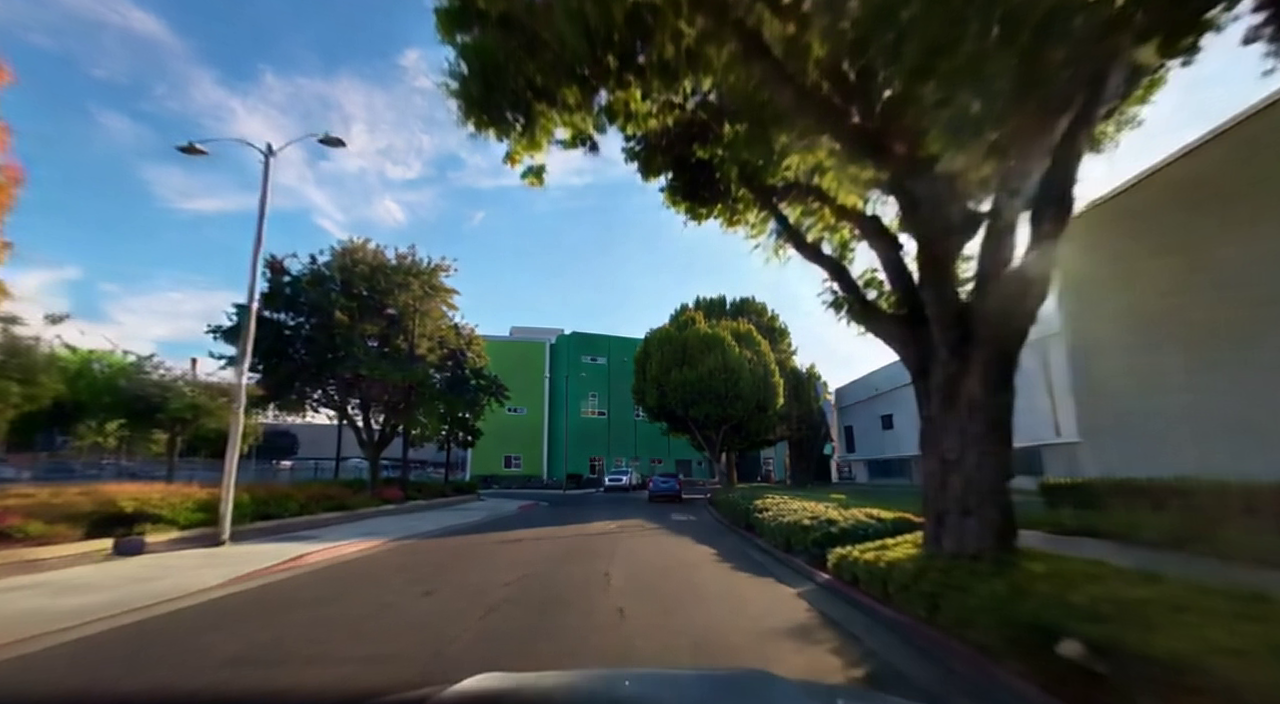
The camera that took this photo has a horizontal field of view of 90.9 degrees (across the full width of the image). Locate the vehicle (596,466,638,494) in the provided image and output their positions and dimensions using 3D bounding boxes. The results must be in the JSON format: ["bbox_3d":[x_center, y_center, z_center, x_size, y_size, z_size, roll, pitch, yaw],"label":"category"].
[{"bbox_3d":[-1.543,9.018,44.492,2.022,1.776,4.625,-3,-10,10],"label":"vehicle"}]
